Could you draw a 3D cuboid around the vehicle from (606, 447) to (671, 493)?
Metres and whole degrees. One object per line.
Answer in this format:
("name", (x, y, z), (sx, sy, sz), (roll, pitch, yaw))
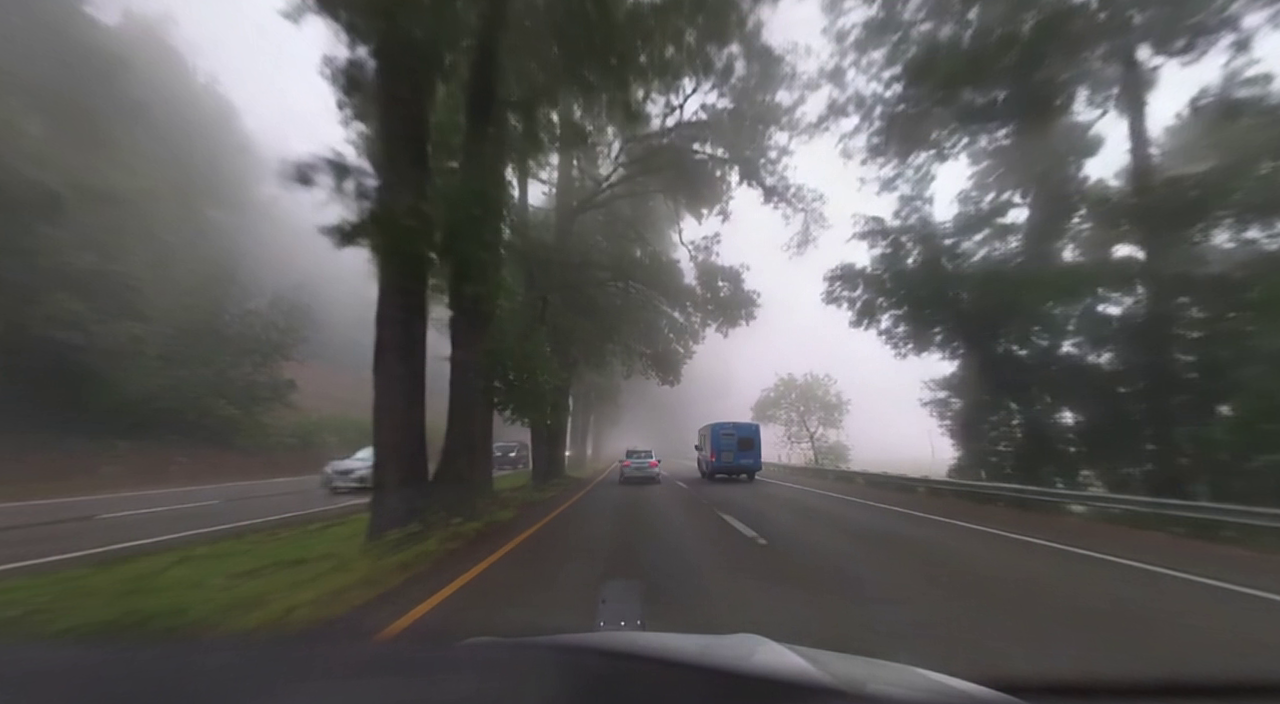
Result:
("vehicle", (-0.048, 3.995, 21.647), (2.037, 1.417, 3.885), (0, -9, 0))

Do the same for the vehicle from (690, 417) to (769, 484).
("vehicle", (3.805, 4.382, 28.155), (2.513, 2.633, 5.930), (0, -9, -1))

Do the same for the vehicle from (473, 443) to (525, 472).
("vehicle", (-7.929, 5.986, 35.889), (1.899, 1.539, 4.250), (0, -9, 1))

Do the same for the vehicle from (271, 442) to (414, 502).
("vehicle", (-8.024, 3.260, 17.492), (2.047, 1.440, 3.907), (0, -9, 0))
